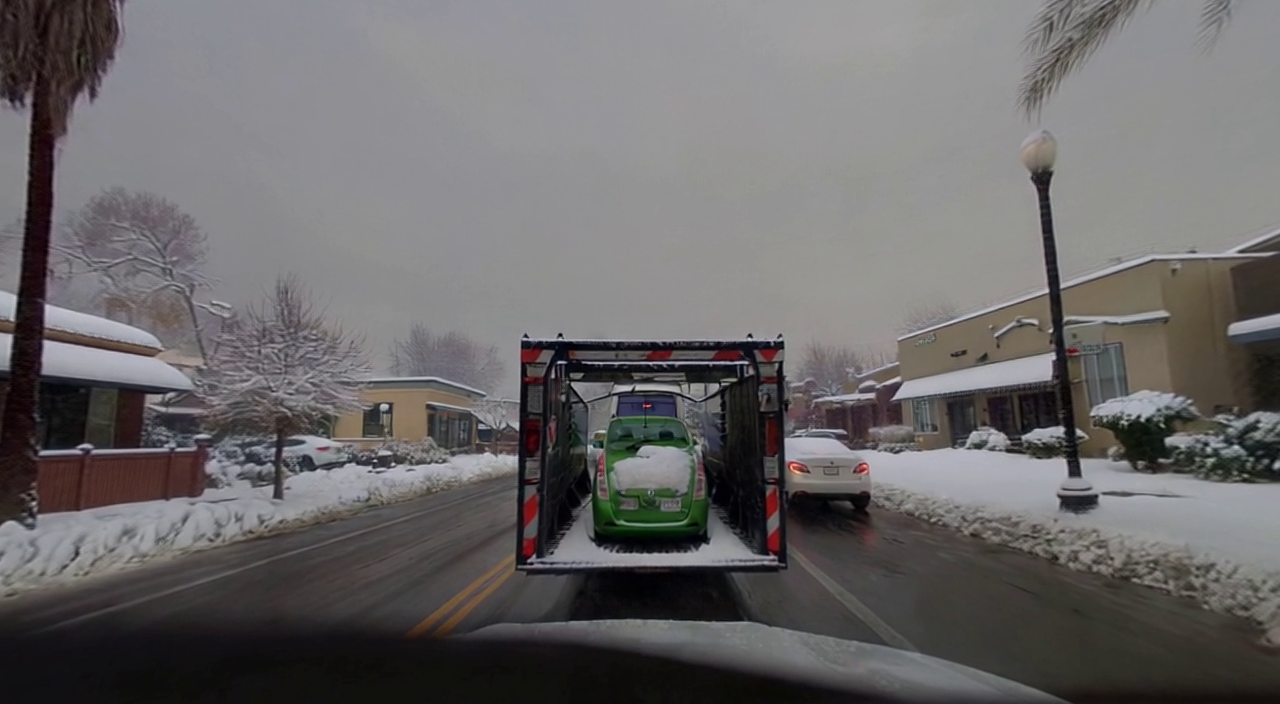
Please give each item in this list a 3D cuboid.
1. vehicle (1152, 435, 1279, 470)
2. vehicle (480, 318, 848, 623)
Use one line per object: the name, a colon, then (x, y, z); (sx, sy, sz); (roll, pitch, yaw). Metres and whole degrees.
vehicle: (28.570, 4.985, 31.367); (4.193, 1.633, 1.928); (-4, -9, 26)
vehicle: (0.172, 1.345, 8.041); (2.728, 2.305, 6.506); (0, -8, 0)
